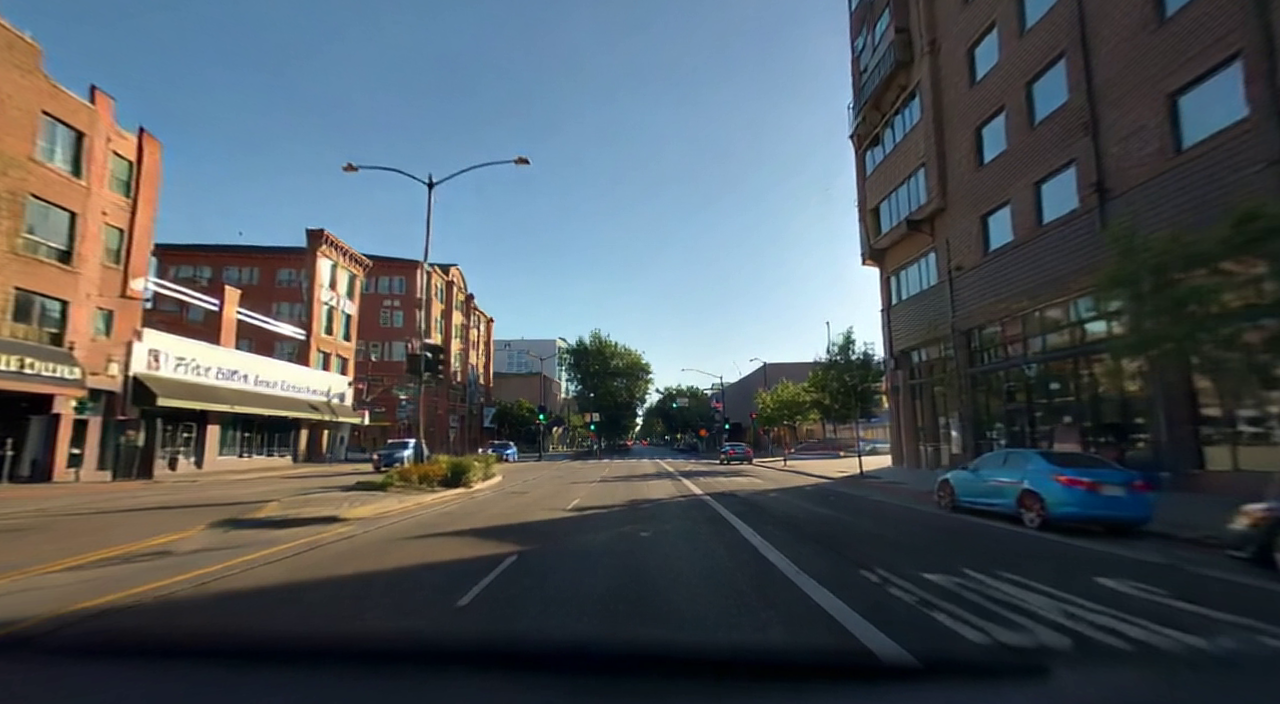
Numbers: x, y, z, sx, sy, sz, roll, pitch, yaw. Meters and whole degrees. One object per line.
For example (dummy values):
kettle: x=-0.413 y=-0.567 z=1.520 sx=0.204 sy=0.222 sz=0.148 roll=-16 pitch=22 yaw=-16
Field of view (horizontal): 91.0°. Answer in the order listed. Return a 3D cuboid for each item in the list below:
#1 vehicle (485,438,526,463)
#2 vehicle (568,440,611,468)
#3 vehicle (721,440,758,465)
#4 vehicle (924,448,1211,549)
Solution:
vehicle: x=-10.385 y=7.646 z=48.934 sx=2.155 sy=1.830 sz=4.564 roll=0 pitch=-8 yaw=0
vehicle: x=-2.822 y=5.816 z=35.997 sx=2.078 sy=1.471 sz=4.217 roll=0 pitch=-8 yaw=0
vehicle: x=7.285 y=7.376 z=46.343 sx=1.950 sy=1.686 sz=4.509 roll=0 pitch=-8 yaw=-1
vehicle: x=7.294 y=2.487 z=11.518 sx=2.009 sy=1.429 sz=4.562 roll=0 pitch=-8 yaw=-1
